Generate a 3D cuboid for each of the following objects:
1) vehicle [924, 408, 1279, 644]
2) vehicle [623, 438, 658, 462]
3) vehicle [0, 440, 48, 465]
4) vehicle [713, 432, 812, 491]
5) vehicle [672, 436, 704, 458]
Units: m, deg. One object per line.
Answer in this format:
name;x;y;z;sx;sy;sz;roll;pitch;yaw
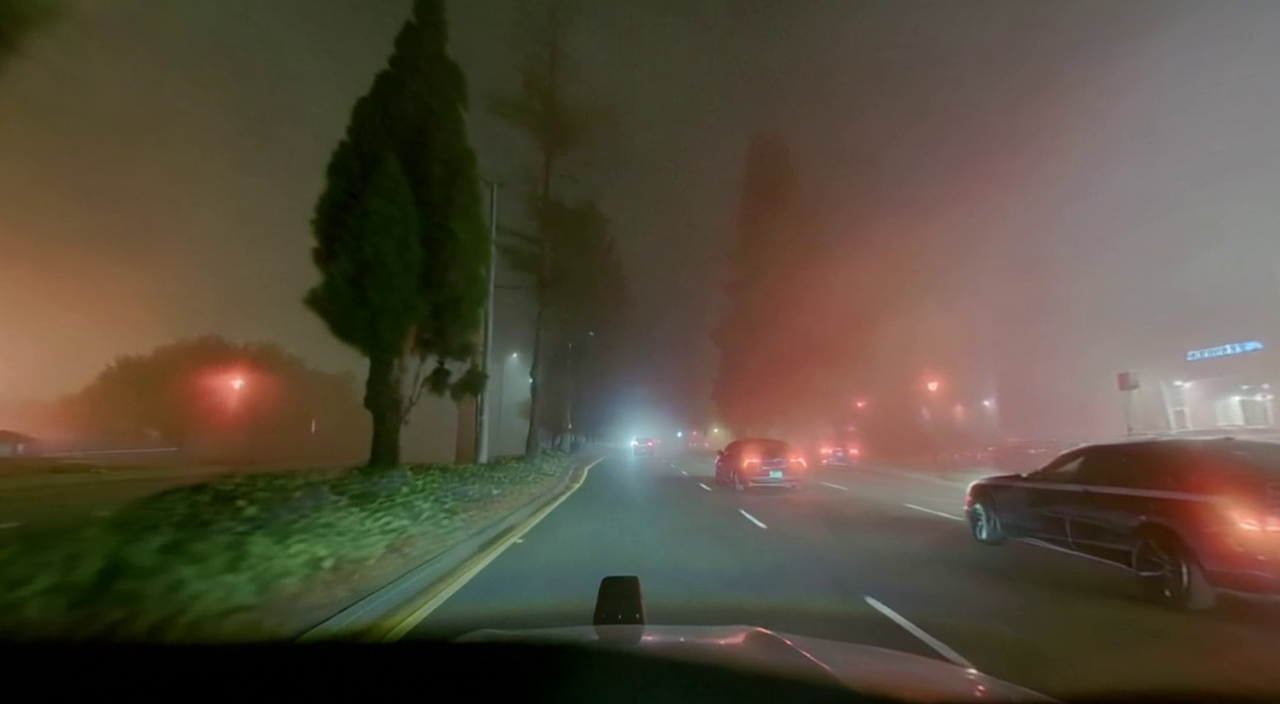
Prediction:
vehicle;5.011;1.415;6.081;2.098;1.507;4.655;0;-8;-5
vehicle;-0.021;6.196;40.029;2.095;1.456;3.873;0;-8;-1
vehicle;-37.931;5.983;37.544;3.747;1.422;1.643;1;-9;-1
vehicle;3.483;3.227;18.954;1.953;1.514;4.672;0;-8;-1
vehicle;3.697;7.392;49.046;2.041;1.611;4.426;0;-8;-1
